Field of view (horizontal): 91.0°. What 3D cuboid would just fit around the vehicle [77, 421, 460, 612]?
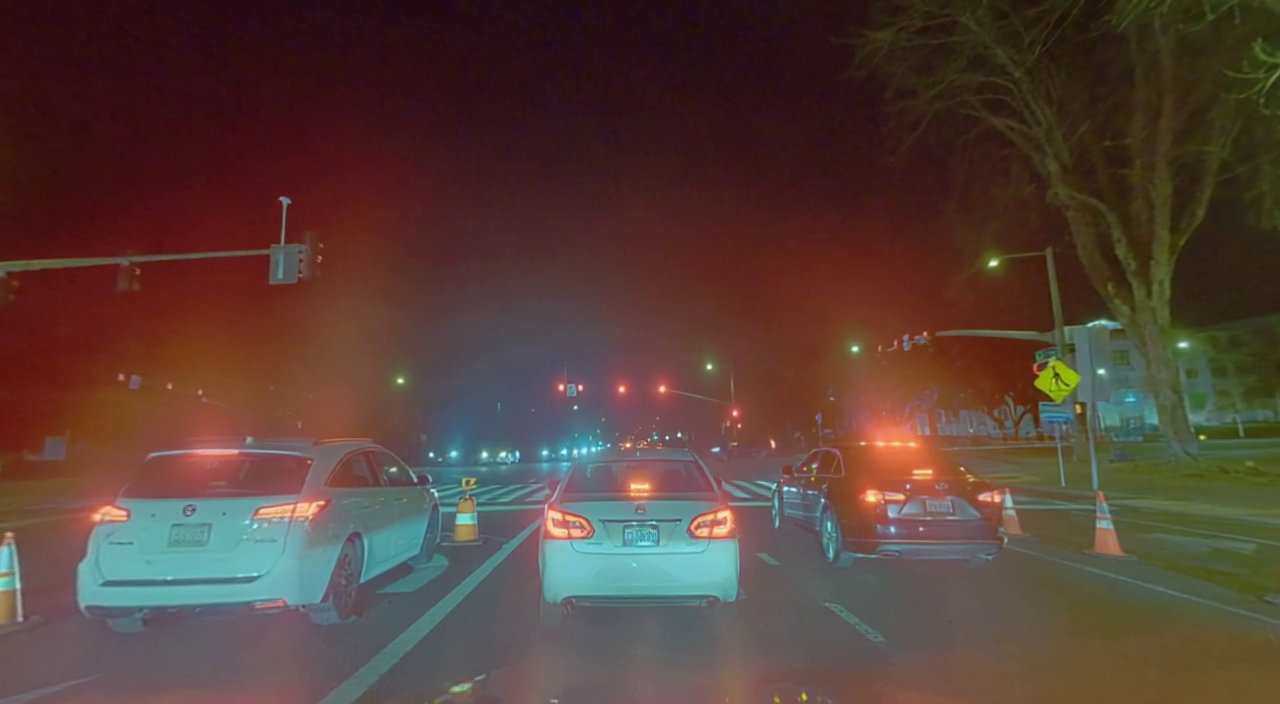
[{"bbox_3d":[-3.595,1.630,7.156,1.863,1.526,4.006,0,-8,0],"label":"vehicle"}]

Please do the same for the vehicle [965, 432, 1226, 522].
[{"bbox_3d":[9.349,2.575,13.584,1.957,1.576,4.670,0,-9,-3],"label":"vehicle"}]

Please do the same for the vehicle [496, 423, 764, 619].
[{"bbox_3d":[-0.122,1.626,7.084,2.061,1.486,4.332,0,-8,-1],"label":"vehicle"}]
